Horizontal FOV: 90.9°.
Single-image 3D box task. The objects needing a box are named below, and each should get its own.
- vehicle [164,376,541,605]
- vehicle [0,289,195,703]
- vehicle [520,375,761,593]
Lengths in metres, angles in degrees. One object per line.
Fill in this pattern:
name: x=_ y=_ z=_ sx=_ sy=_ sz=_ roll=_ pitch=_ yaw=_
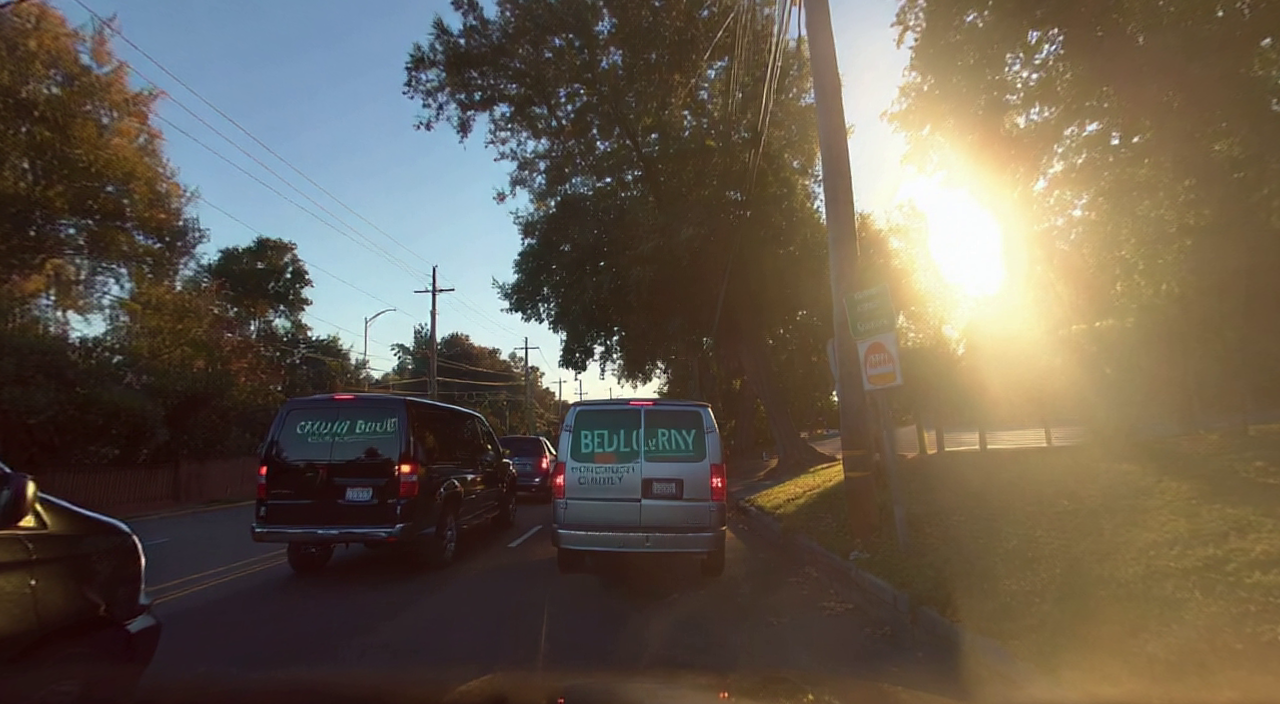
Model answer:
vehicle: x=-2.751 y=1.482 z=7.623 sx=2.109 sy=1.851 sz=4.749 roll=-1 pitch=-8 yaw=3
vehicle: x=-3.134 y=0.458 z=0.256 sx=2.160 sy=1.796 sz=4.997 roll=0 pitch=-8 yaw=1
vehicle: x=0.114 y=1.465 z=7.702 sx=2.117 sy=1.911 sz=4.095 roll=-1 pitch=-8 yaw=3
